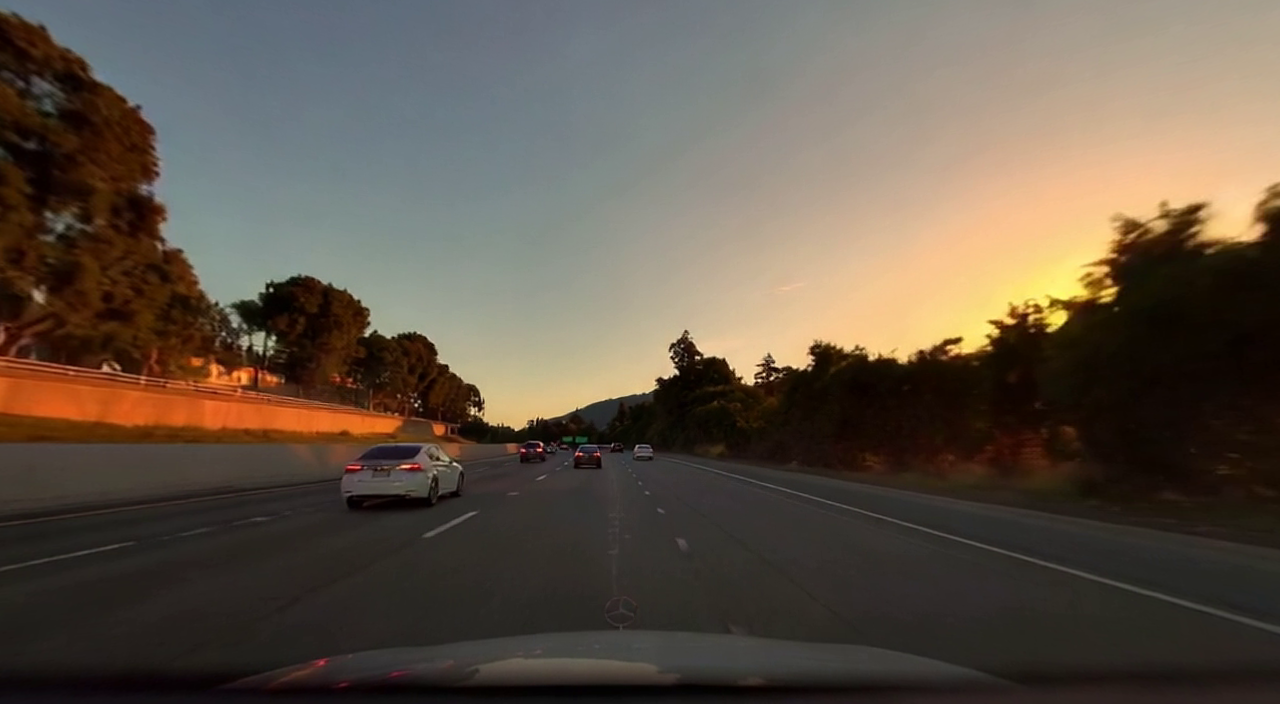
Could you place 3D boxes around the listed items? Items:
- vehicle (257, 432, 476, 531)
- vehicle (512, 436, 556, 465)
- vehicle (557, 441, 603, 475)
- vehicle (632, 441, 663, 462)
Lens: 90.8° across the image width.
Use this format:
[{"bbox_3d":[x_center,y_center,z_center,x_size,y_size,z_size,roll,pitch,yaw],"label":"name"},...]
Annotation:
[{"bbox_3d":[-4.830,2.351,12.173,2.049,1.482,4.981,0,-9,-1],"label":"vehicle"},{"bbox_3d":[-6.773,6.375,40.937,2.244,1.755,4.417,0,-8,-3],"label":"vehicle"},{"bbox_3d":[-2.687,4.865,29.287,1.947,1.437,4.345,0,-9,-3],"label":"vehicle"},{"bbox_3d":[0.509,7.293,46.433,2.021,1.447,3.985,0,-9,-4],"label":"vehicle"}]
